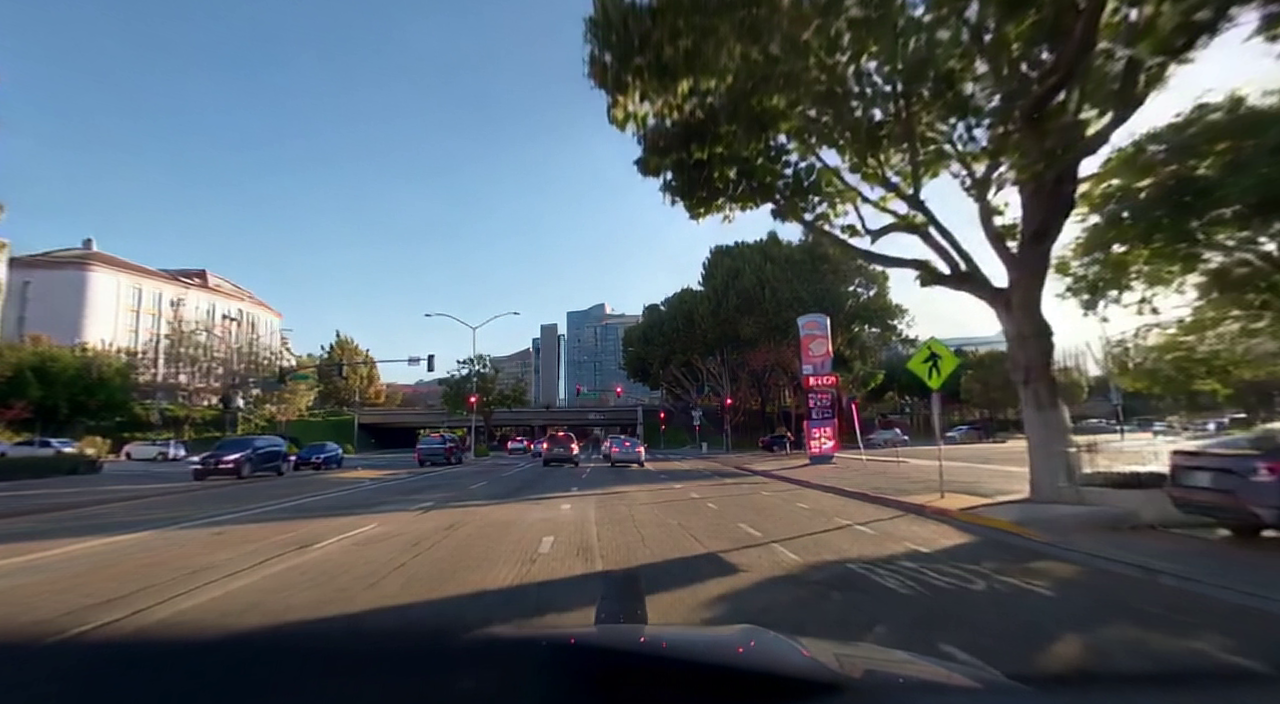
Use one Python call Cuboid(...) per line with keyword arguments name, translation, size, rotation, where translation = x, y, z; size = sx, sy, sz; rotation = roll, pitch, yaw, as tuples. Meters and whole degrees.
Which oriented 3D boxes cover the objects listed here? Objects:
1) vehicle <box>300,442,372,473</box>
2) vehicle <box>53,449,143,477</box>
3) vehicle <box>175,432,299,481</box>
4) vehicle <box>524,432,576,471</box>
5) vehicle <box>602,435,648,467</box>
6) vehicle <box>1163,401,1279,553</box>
Cuboid(name="vehicle", translation=(-16.286, 5.650, 34.127), size=(1.968, 1.557, 4.650), rotation=(1, -8, -5))
Cuboid(name="vehicle", translation=(-38.796, 7.966, 45.305), size=(4.799, 1.819, 1.669), rotation=(-1, -8, -1))
Cuboid(name="vehicle", translation=(-19.595, 5.105, 31.169), size=(2.655, 2.126, 5.813), rotation=(0, -8, -5))
Cuboid(name="vehicle", translation=(-4.029, 4.541, 29.029), size=(2.057, 1.610, 4.891), rotation=(0, -8, -5))
Cuboid(name="vehicle", translation=(-0.818, 5.005, 32.017), size=(2.176, 1.489, 4.518), rotation=(0, -8, -3))
Cuboid(name="vehicle", translation=(8.787, 1.335, 6.881), size=(4.487, 1.539, 1.947), rotation=(0, -8, -3))
